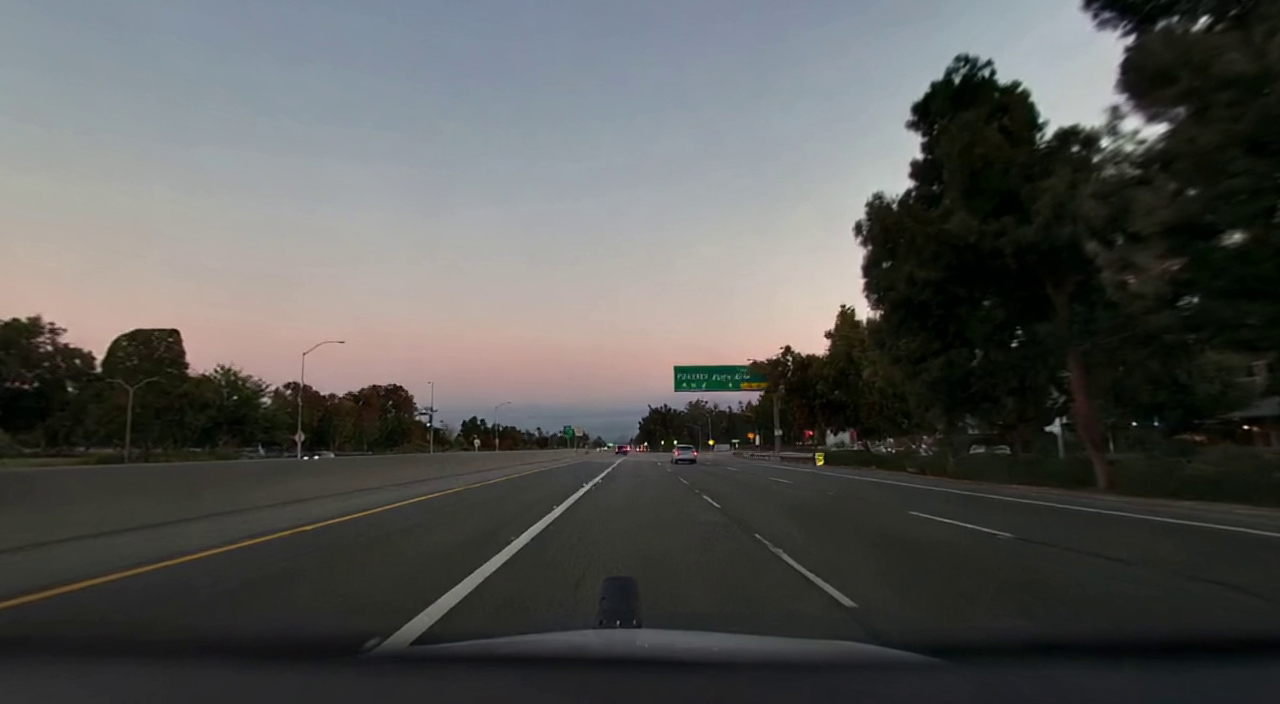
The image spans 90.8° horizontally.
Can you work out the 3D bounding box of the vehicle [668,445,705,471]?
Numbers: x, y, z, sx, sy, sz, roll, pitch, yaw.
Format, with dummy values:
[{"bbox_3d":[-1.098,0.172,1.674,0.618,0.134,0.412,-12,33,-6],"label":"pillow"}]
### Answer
[{"bbox_3d":[3.195,7.395,44.220,2.083,1.643,4.565,1,-8,-2],"label":"vehicle"}]
